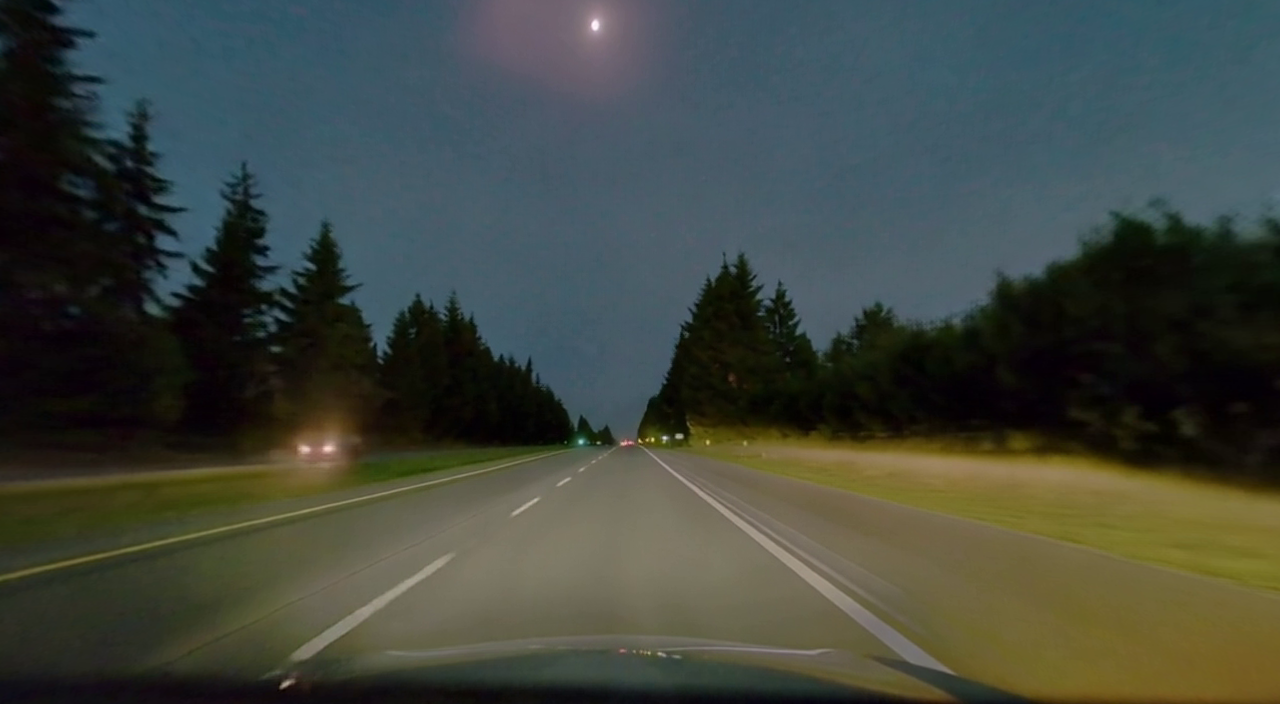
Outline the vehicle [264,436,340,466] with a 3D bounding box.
[{"bbox_3d":[-17.065,4.983,32.012,1.763,1.421,3.824,0,-8,0],"label":"vehicle"}]
